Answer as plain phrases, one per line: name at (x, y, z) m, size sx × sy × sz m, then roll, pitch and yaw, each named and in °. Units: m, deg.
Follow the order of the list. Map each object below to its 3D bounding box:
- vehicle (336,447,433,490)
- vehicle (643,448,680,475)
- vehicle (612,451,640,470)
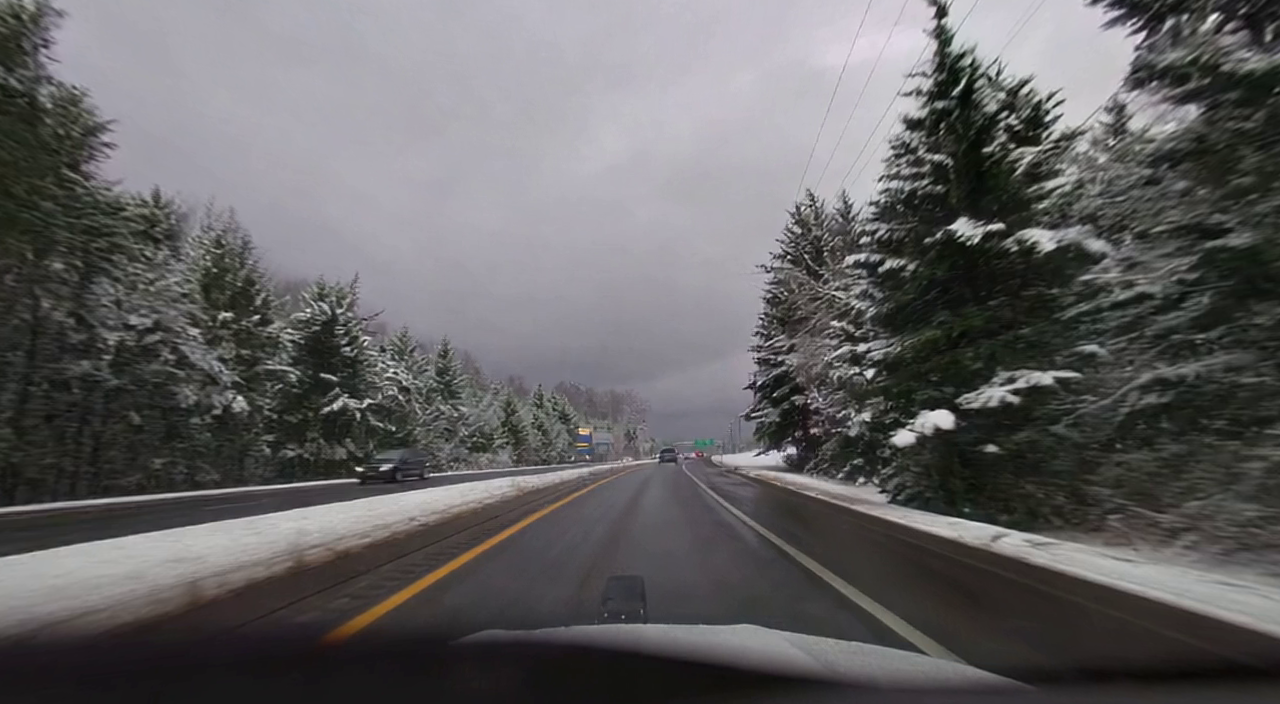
vehicle at (-11.310, 5.174, 28.325) m, size 2.013 × 1.718 × 4.701 m, roll -1°, pitch -9°, yaw 6°
vehicle at (1.346, 6.573, 38.001) m, size 2.080 × 1.486 × 3.813 m, roll -1°, pitch -9°, yaw 3°
vehicle at (-1.077, 8.562, 49.816) m, size 1.816 × 1.423 × 3.847 m, roll -1°, pitch -9°, yaw 5°
